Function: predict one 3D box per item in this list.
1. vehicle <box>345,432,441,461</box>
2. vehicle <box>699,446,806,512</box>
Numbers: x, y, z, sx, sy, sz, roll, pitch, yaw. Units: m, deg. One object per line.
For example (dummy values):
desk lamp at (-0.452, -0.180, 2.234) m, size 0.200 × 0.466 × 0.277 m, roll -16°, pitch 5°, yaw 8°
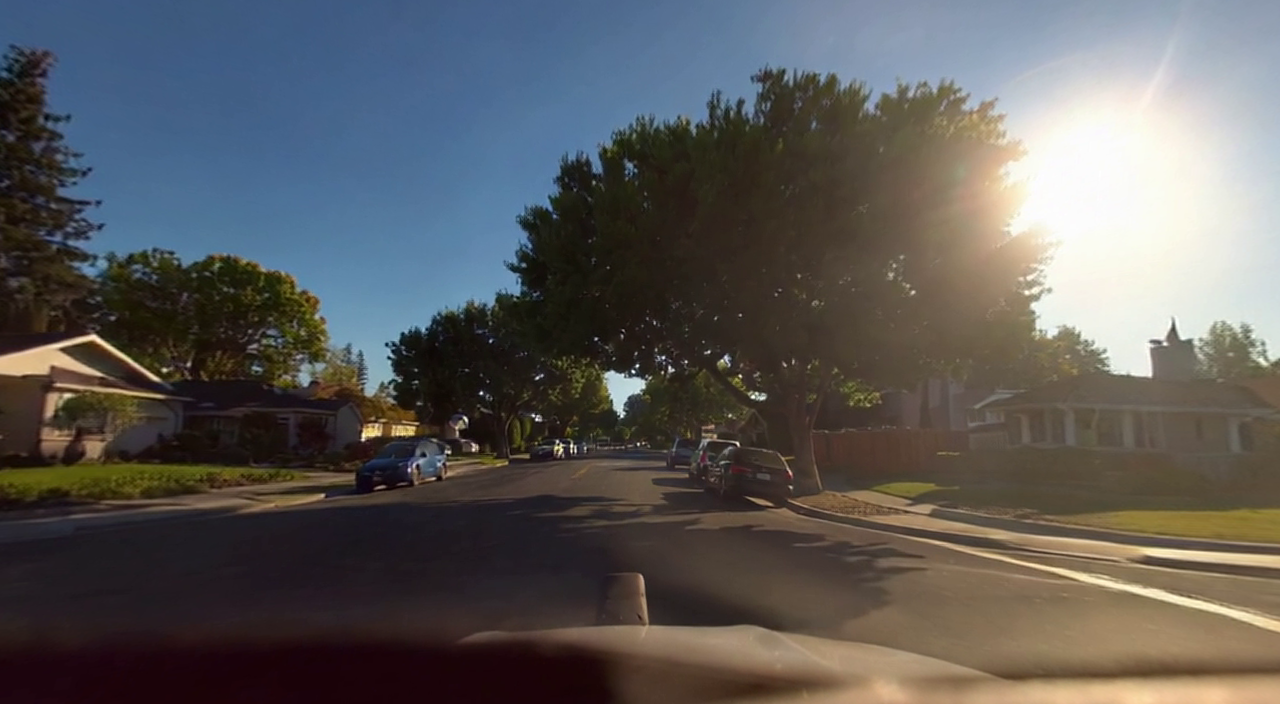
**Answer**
vehicle at (-13.456, 5.187, 34.662) m, size 4.423 × 1.522 × 1.961 m, roll 0°, pitch -8°, yaw -2°
vehicle at (2.827, 3.284, 16.880) m, size 1.881 × 1.487 × 4.183 m, roll 1°, pitch -8°, yaw -3°
